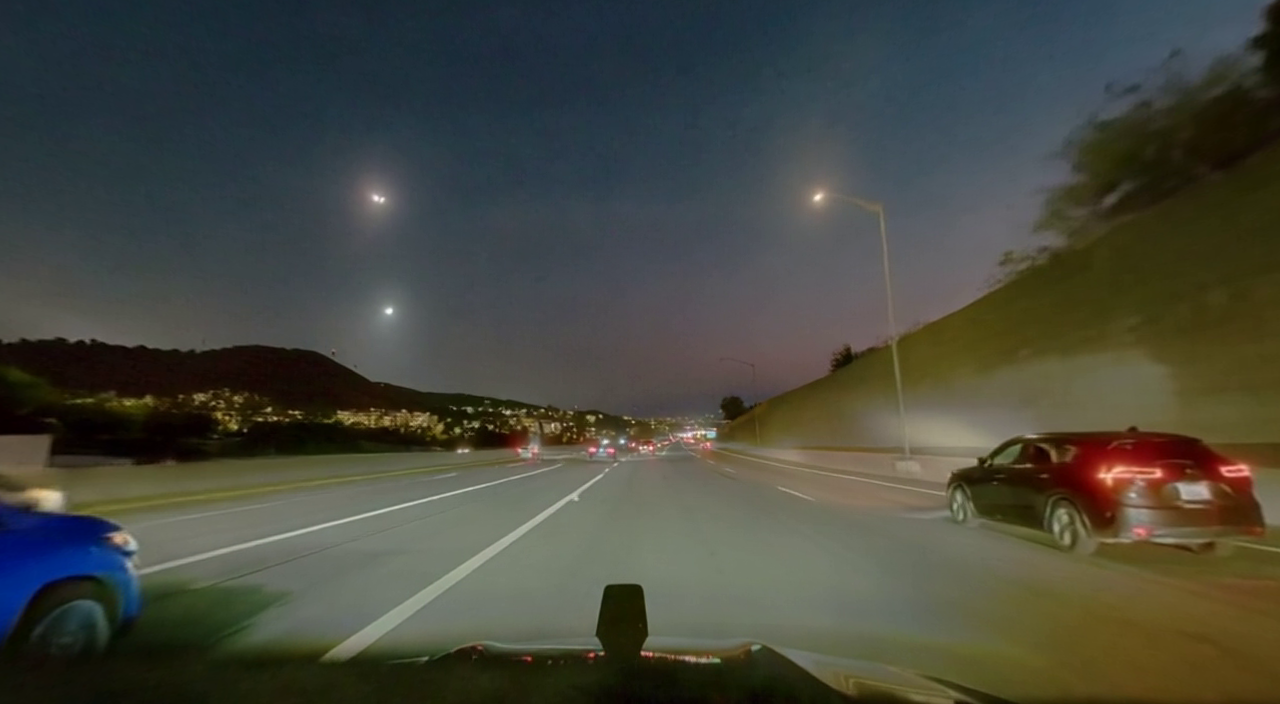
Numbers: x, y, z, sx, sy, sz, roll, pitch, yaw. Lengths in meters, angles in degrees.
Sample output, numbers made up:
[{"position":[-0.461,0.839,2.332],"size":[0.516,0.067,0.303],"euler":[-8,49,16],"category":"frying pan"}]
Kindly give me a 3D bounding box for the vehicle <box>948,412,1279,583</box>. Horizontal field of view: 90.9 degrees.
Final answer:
[{"position":[6.279,1.742,8.437],"size":[2.122,1.646,4.491],"euler":[-1,-8,2],"category":"vehicle"}]

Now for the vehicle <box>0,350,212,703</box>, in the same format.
[{"position":[-3.918,0.681,1.420],"size":[2.210,1.730,5.133],"euler":[-1,-8,1],"category":"vehicle"}]

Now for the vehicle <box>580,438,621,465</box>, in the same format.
[{"position":[-2.718,7.084,45.049],"size":[2.172,1.824,5.031],"euler":[-1,-8,5],"category":"vehicle"}]
